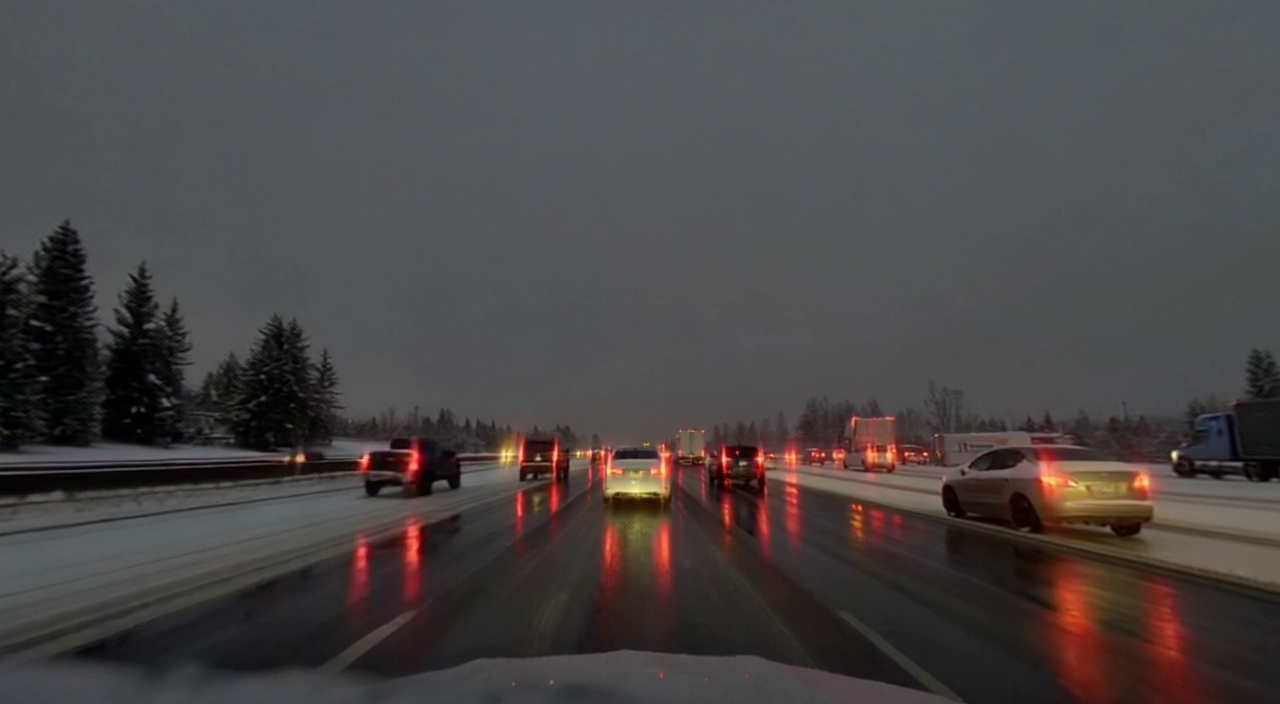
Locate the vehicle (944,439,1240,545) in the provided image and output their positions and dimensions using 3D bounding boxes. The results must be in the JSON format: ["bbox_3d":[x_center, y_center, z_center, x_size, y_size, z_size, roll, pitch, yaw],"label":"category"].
[{"bbox_3d":[7.628,2.371,11.380,2.021,1.505,4.480,0,-9,0],"label":"vehicle"}]

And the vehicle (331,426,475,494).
[{"bbox_3d":[-7.843,3.675,21.768,2.487,1.986,6.157,0,-9,1],"label":"vehicle"}]

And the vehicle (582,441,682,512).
[{"bbox_3d":[-0.143,2.973,15.501,2.132,1.499,4.038,0,-9,1],"label":"vehicle"}]

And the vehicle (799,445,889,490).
[{"bbox_3d":[7.411,4.225,23.359,1.942,1.482,4.250,0,-9,0],"label":"vehicle"}]

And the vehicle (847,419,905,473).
[{"bbox_3d":[17.375,6.942,46.556,2.777,3.740,3.338,1,-9,-1],"label":"vehicle"}]

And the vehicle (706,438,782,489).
[{"bbox_3d":[3.637,3.993,22.836,2.053,1.666,4.106,0,-9,0],"label":"vehicle"}]

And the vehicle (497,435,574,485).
[{"bbox_3d":[-3.883,4.130,24.295,2.079,1.741,4.436,0,-9,2],"label":"vehicle"}]
